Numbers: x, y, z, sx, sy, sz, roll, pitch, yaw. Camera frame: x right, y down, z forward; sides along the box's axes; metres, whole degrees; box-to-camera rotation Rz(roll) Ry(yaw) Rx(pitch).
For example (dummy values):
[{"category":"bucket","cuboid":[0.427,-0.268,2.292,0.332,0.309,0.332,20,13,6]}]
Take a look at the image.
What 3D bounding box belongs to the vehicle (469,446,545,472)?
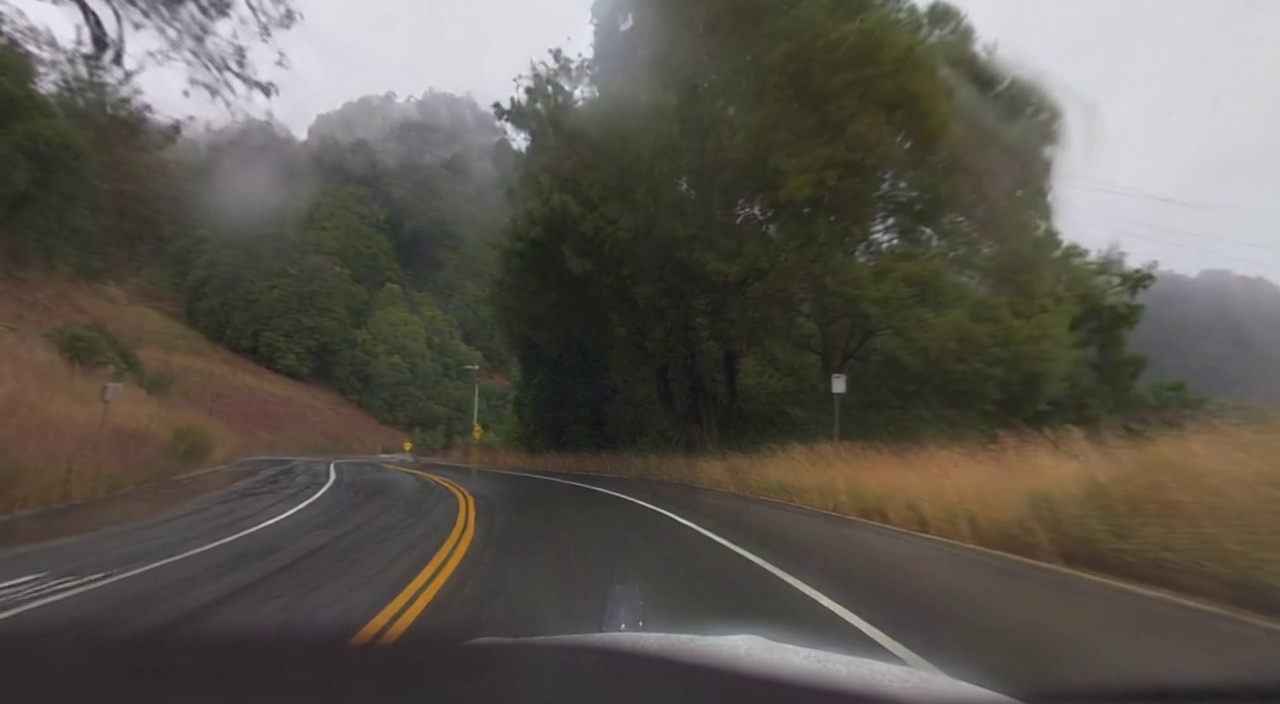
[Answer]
[{"category":"vehicle","cuboid":[-9.060,7.298,43.211,4.612,1.612,2.042,7,-11,-41]}]
